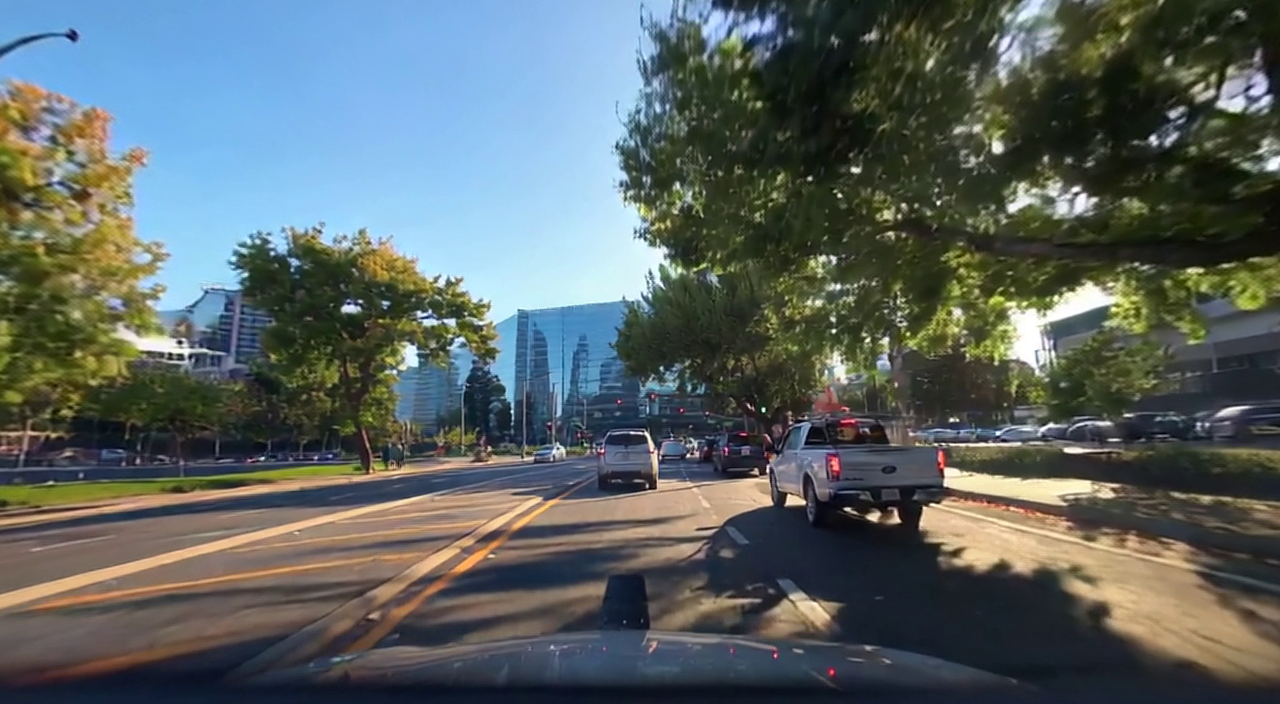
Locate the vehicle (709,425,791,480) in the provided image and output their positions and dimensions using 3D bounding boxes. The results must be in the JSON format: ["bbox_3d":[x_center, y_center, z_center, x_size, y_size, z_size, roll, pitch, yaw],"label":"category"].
[{"bbox_3d":[4.032,3.838,24.367,2.317,1.857,5.940,0,-8,2],"label":"vehicle"}]

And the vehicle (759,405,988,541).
[{"bbox_3d":[3.493,1.917,10.627,2.114,1.765,4.647,0,-8,1],"label":"vehicle"}]

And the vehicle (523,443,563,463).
[{"bbox_3d":[-7.582,7.930,49.745,1.953,1.476,4.747,-1,-8,6],"label":"vehicle"}]

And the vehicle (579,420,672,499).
[{"bbox_3d":[-0.237,2.746,16.451,2.113,1.768,3.901,0,-8,3],"label":"vehicle"}]
